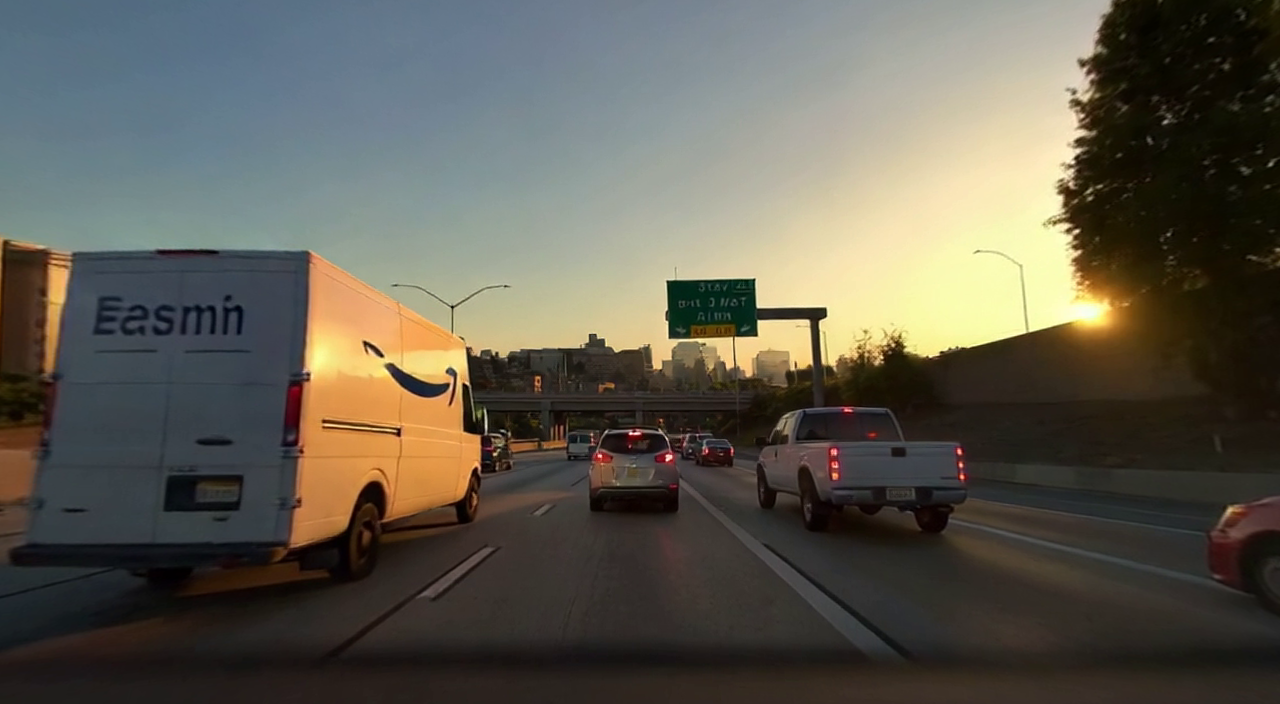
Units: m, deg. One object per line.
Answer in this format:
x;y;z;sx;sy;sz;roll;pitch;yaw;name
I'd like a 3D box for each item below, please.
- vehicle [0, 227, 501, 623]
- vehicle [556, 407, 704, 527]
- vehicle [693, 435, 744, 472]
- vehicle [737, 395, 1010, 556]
-3.695;0.957;7.828;2.415;2.821;6.636;0;-9;0;vehicle
-0.141;2.110;11.966;2.287;1.823;4.369;0;-9;0;vehicle
3.958;5.190;32.324;2.064;1.720;4.416;0;-9;0;vehicle
3.174;1.850;10.115;2.341;1.890;5.144;1;-9;-1;vehicle
